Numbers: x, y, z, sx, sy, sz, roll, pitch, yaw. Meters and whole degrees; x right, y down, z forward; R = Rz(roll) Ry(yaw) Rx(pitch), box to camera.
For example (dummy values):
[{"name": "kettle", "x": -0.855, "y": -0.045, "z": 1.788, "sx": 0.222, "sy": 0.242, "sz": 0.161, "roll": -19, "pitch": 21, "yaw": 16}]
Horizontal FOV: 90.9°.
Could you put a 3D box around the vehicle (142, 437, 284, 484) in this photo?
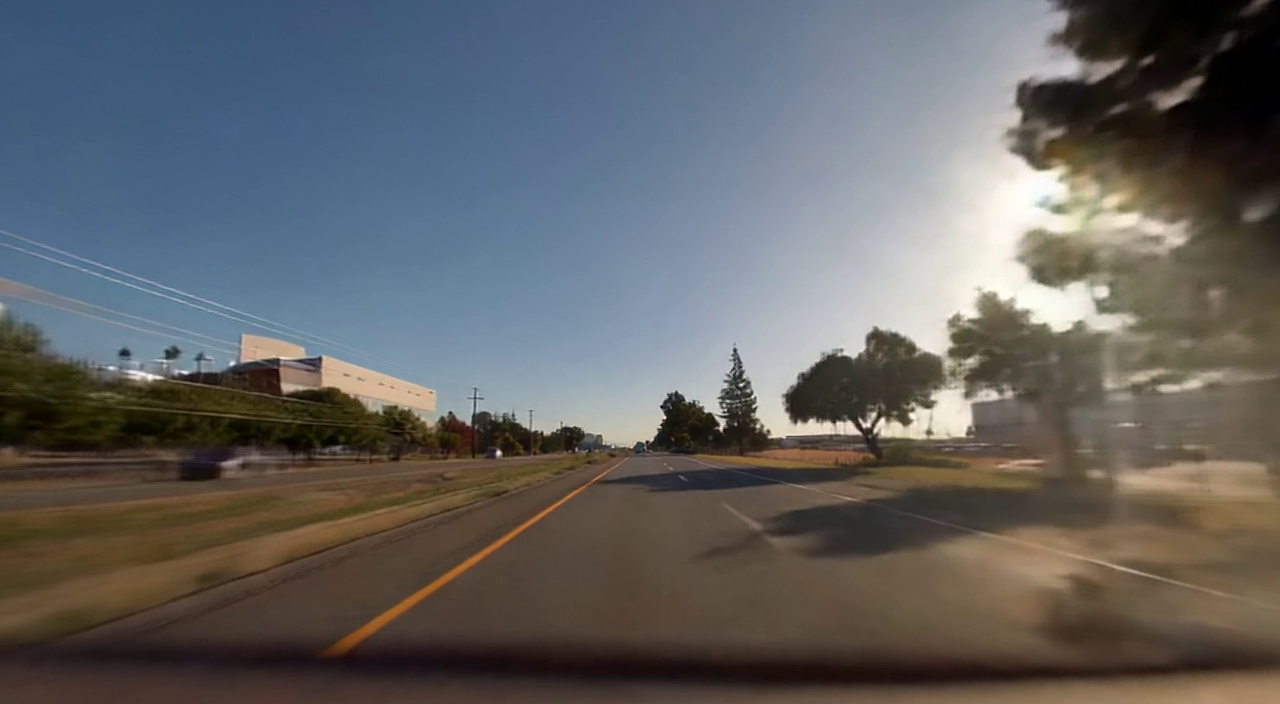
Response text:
[{"name": "vehicle", "x": -21.157, "y": 5.389, "z": 31.747, "sx": 2.559, "sy": 2.066, "sz": 6.355, "roll": -1, "pitch": -8, "yaw": 2}]
